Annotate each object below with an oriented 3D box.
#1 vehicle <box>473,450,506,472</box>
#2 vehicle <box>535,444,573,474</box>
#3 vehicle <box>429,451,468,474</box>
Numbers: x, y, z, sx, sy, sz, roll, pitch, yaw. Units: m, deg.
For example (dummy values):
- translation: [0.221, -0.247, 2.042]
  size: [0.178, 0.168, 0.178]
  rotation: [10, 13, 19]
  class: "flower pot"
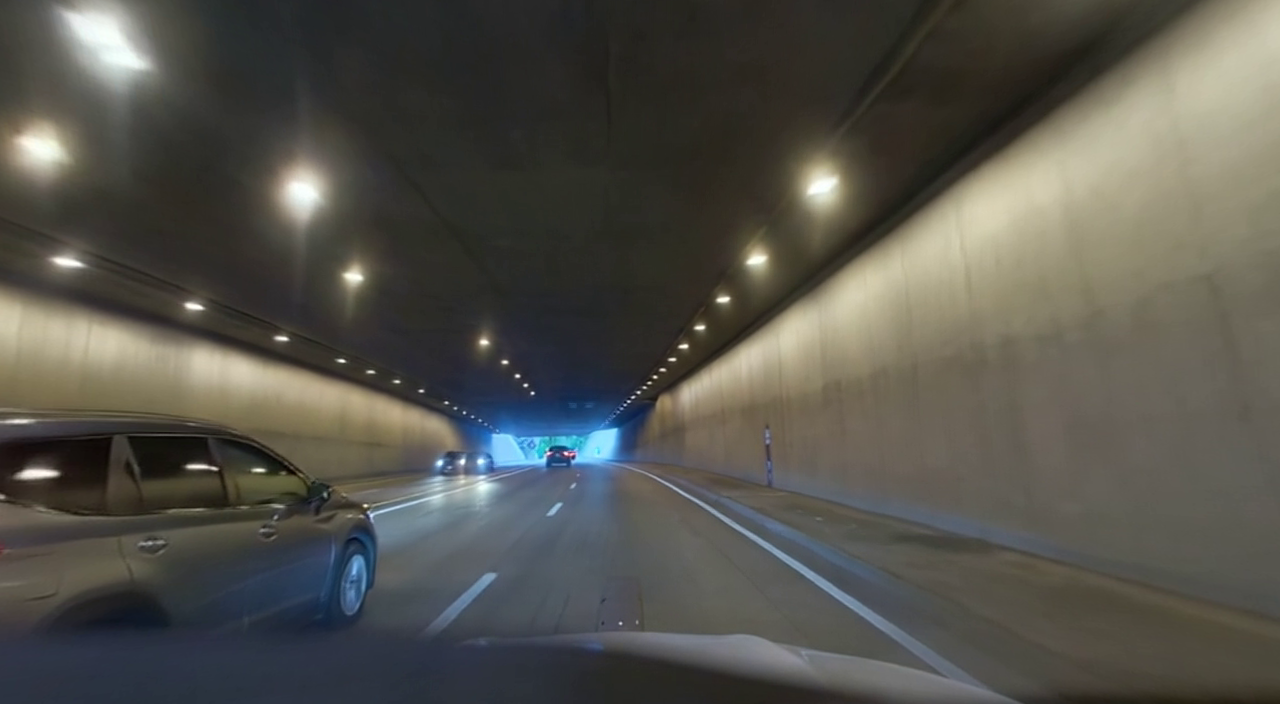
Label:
- translation: [-10.899, 7.899, 45.902]
  size: [1.691, 1.439, 4.136]
  rotation: [0, -9, -4]
  class: "vehicle"
- translation: [-5.194, 6.499, 38.661]
  size: [1.961, 1.725, 4.315]
  rotation: [0, -9, -4]
  class: "vehicle"
- translation: [-14.163, 8.173, 46.936]
  size: [1.788, 1.622, 4.284]
  rotation: [0, -9, -4]
  class: "vehicle"
